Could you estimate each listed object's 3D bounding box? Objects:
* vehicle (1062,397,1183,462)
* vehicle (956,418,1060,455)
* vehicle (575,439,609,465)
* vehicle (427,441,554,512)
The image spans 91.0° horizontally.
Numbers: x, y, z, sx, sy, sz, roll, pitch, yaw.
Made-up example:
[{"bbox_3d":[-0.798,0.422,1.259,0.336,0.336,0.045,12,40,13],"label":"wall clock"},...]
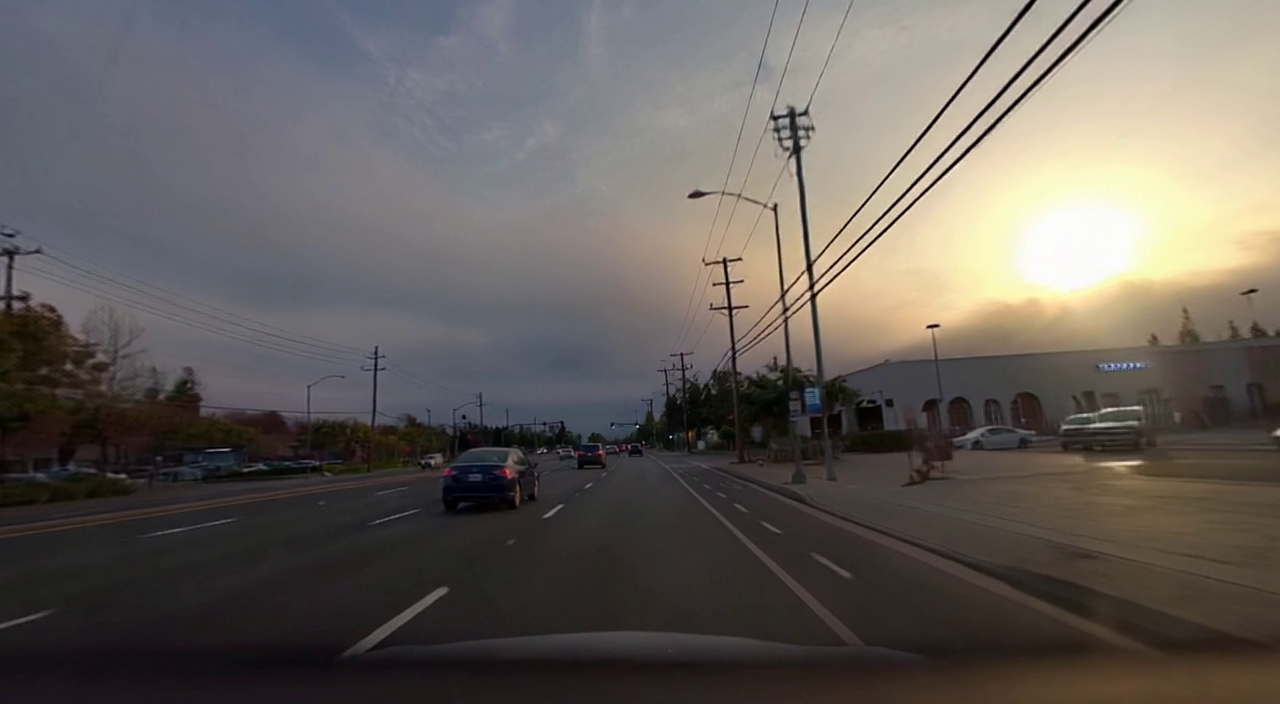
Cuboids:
[{"bbox_3d":[16.485,2.607,21.452,4.319,1.812,2.020,1,-10,-39],"label":"vehicle"},{"bbox_3d":[16.552,3.828,28.298,4.497,1.548,1.997,5,-10,-30],"label":"vehicle"},{"bbox_3d":[-3.421,7.231,45.499,2.087,1.736,4.311,0,-9,0],"label":"vehicle"},{"bbox_3d":[-3.446,2.969,15.493,1.942,1.469,4.426,0,-9,2],"label":"vehicle"}]
